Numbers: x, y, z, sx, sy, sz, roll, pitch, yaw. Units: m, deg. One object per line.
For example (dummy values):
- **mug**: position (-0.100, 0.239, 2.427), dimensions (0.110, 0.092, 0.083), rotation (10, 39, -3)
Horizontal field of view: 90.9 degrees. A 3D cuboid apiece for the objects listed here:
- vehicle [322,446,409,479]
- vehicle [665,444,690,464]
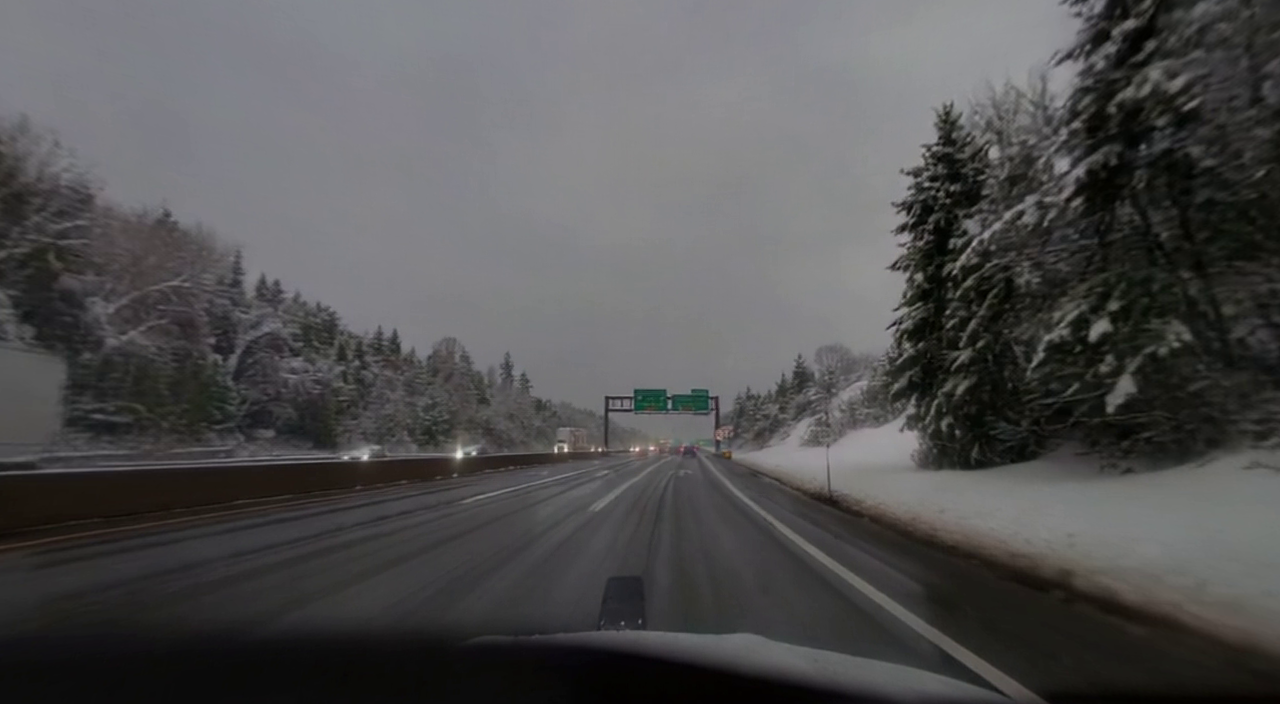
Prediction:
- **vehicle**: position (-12.911, 5.220, 29.972), dimensions (1.908, 1.447, 4.337), rotation (-1, -9, 5)
- **vehicle**: position (2.846, 7.613, 47.065), dimensions (1.807, 1.427, 3.645), rotation (-1, -9, 4)
